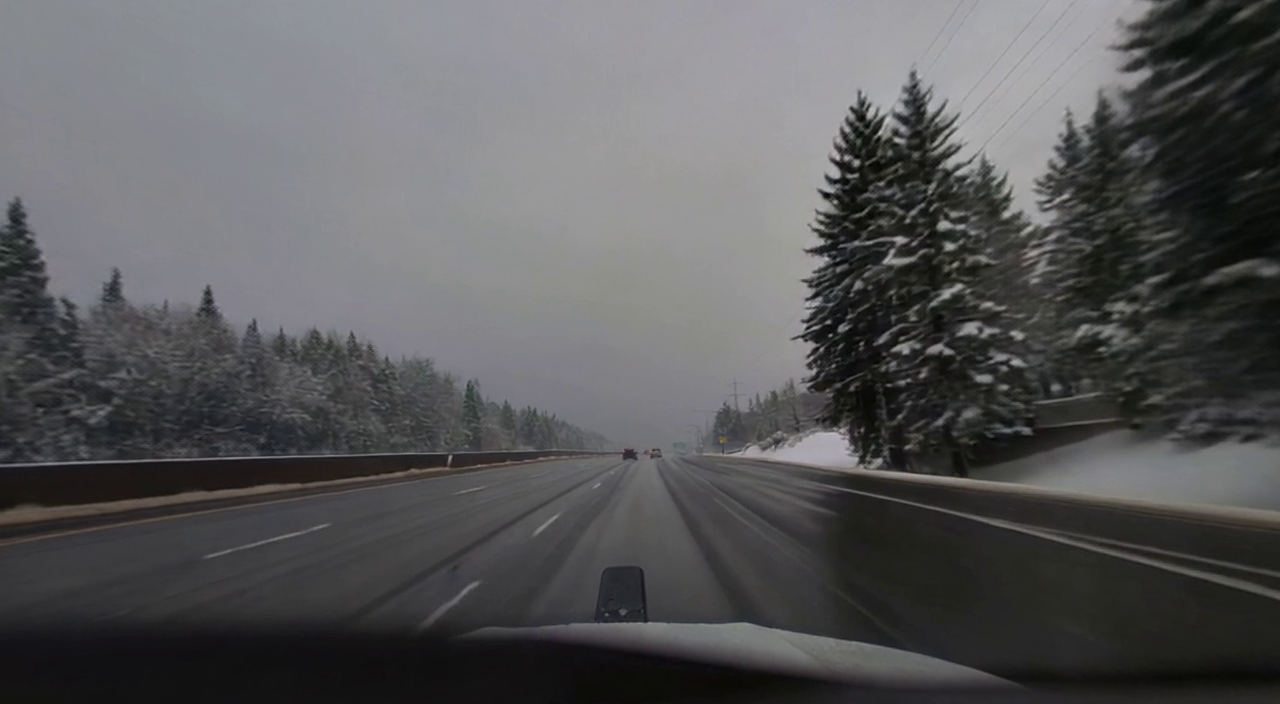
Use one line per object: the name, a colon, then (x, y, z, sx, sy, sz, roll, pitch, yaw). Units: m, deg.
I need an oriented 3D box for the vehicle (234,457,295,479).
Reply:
vehicle: (-27.904, 8.611, 47.039, 1.838, 1.474, 4.224, 0, -8, 2)
